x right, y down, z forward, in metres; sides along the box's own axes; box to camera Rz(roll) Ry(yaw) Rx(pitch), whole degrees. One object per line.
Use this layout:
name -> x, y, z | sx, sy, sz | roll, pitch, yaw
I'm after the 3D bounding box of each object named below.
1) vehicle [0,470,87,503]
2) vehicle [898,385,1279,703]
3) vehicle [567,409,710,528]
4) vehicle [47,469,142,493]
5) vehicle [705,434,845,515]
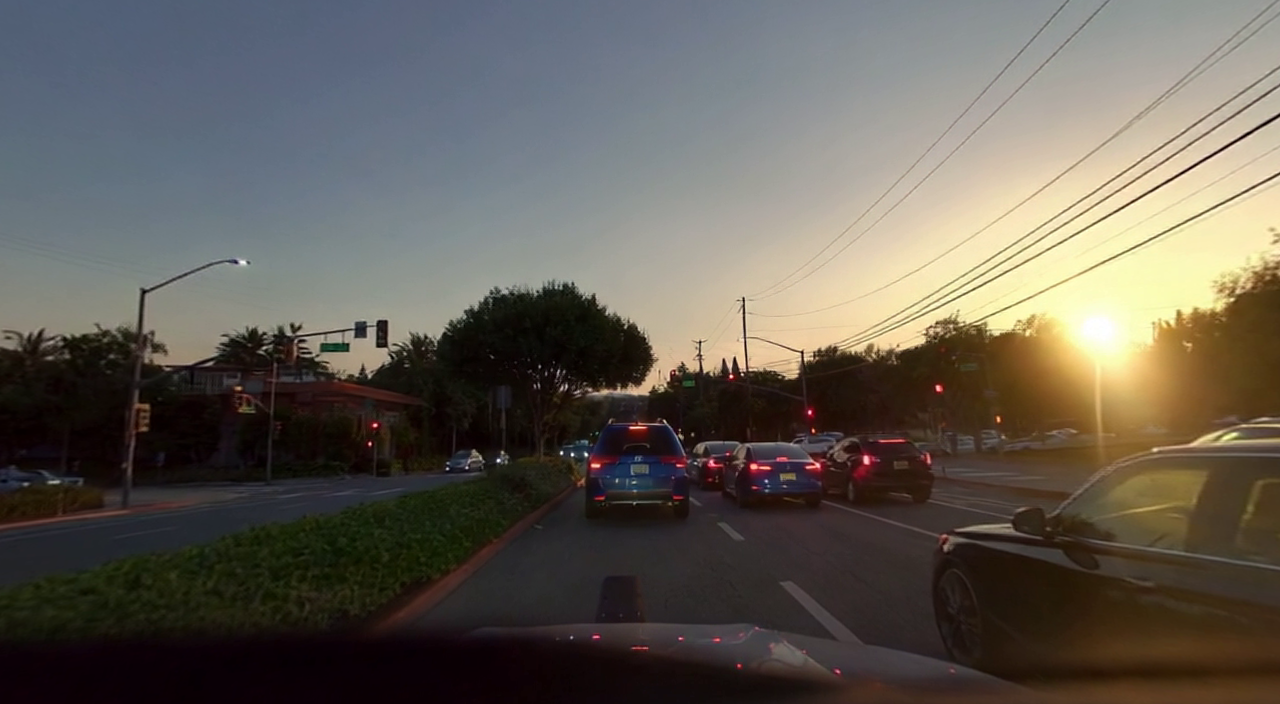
vehicle -> -33.329, 7.281, 34.339 | 4.550, 1.601, 1.766 | 1, -9, -7
vehicle -> 2.756, 0.872, 2.047 | 2.004, 1.460, 4.297 | 0, -9, 0
vehicle -> -0.052, 2.206, 12.443 | 2.236, 1.856, 4.816 | 0, -9, -1
vehicle -> -38.047, 9.018, 44.158 | 4.569, 1.505, 1.992 | 1, -9, -5
vehicle -> 2.739, 2.606, 13.980 | 2.025, 1.477, 4.333 | 0, -9, -2
